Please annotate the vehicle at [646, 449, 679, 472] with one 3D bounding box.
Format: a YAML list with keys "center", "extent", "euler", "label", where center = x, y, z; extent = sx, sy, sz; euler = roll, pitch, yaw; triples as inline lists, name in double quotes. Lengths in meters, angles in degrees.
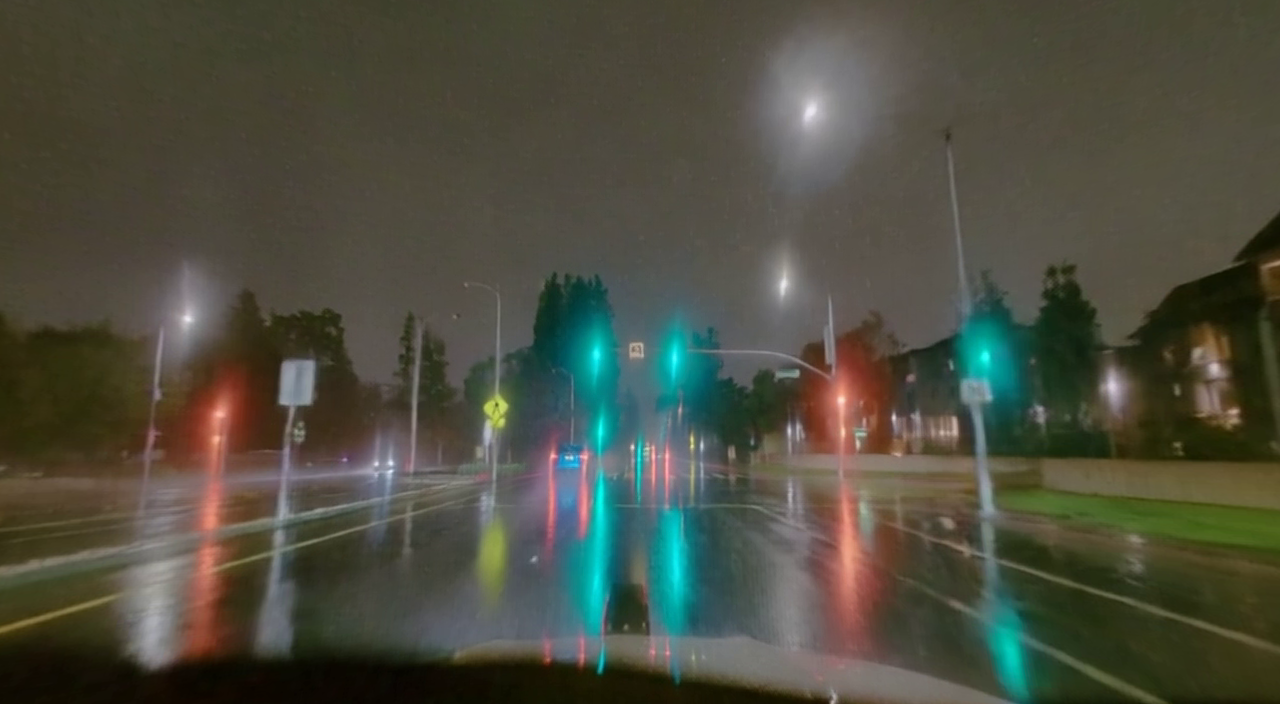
- center: [1.486, 7.388, 43.006]
  extent: [2.075, 1.480, 3.920]
  euler: [0, -9, -1]
  label: "vehicle"

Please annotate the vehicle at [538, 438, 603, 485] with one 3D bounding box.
- center: [-2.838, 4.592, 26.845]
  extent: [2.150, 1.812, 4.423]
  euler: [0, -9, 1]
  label: "vehicle"
